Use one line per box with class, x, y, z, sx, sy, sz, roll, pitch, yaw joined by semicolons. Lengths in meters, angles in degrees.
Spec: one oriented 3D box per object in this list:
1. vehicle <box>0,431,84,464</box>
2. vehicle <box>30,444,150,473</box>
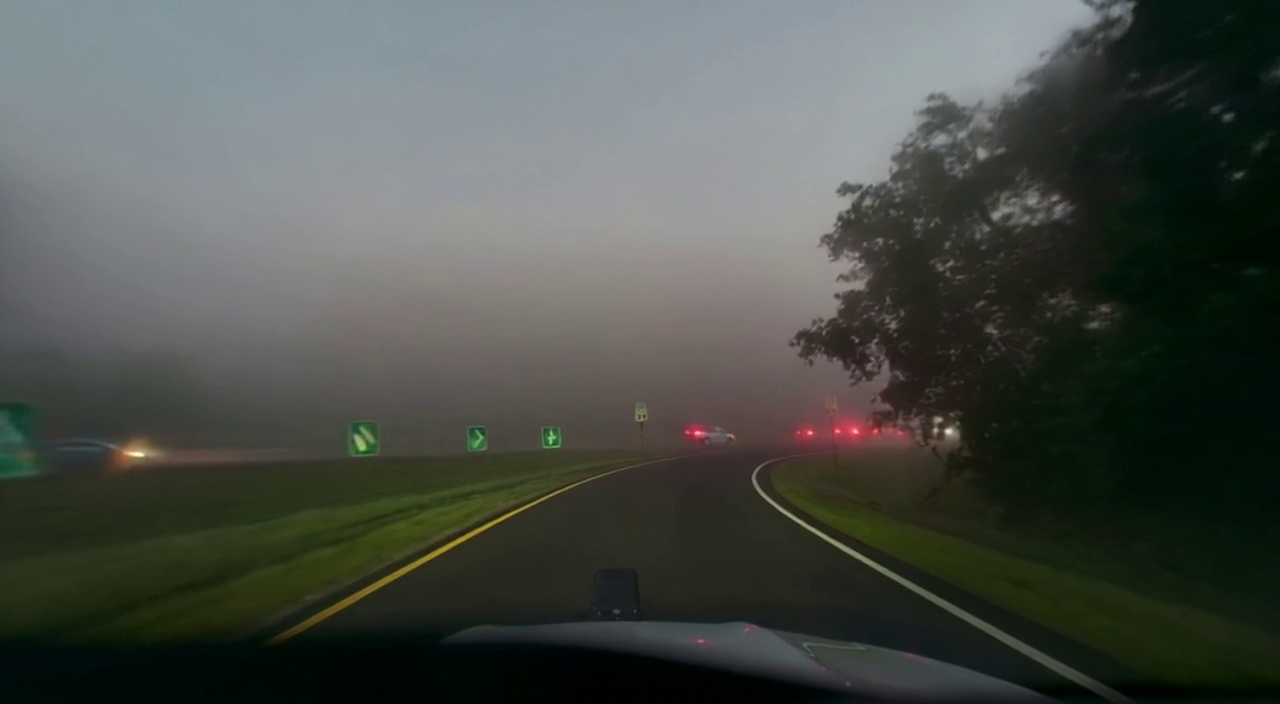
vehicle;-46.816;7.373;48.613;5.125;2.397;2.446;4;-9;-27
vehicle;-32.241;6.245;37.119;4.843;1.579;2.135;3;-9;-26
